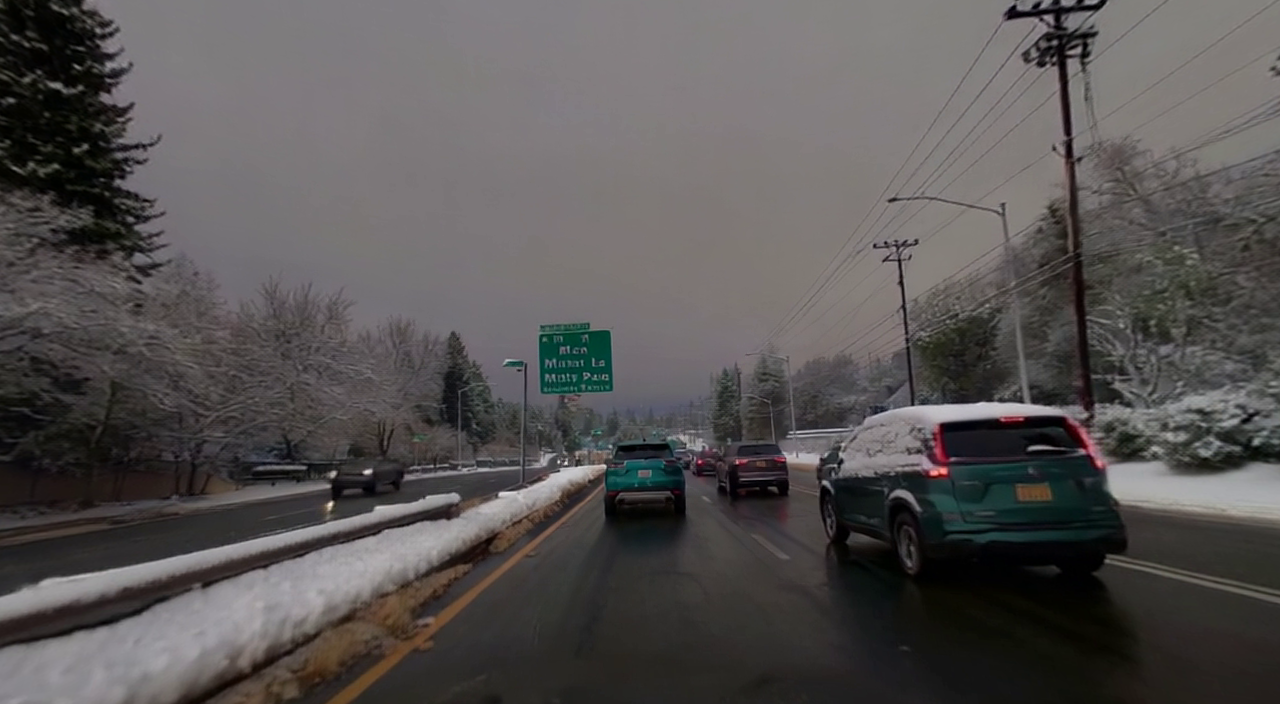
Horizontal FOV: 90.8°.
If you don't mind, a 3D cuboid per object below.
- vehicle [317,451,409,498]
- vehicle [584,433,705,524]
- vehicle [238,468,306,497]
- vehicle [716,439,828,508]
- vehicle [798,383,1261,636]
[{"bbox_3d":[-12.721,5.631,29.450,2.107,1.931,5.015,0,-8,-2],"label":"vehicle"},{"bbox_3d":[0.062,2.617,13.643,2.199,1.641,4.232,0,-8,-1],"label":"vehicle"},{"bbox_3d":[-22.617,8.017,38.993,1.847,1.554,3.926,0,-8,-1],"label":"vehicle"},{"bbox_3d":[3.330,3.132,16.810,2.064,1.591,4.081,0,-8,0],"label":"vehicle"},{"bbox_3d":[3.399,1.469,6.941,2.097,1.818,4.625,0,-8,0],"label":"vehicle"}]
